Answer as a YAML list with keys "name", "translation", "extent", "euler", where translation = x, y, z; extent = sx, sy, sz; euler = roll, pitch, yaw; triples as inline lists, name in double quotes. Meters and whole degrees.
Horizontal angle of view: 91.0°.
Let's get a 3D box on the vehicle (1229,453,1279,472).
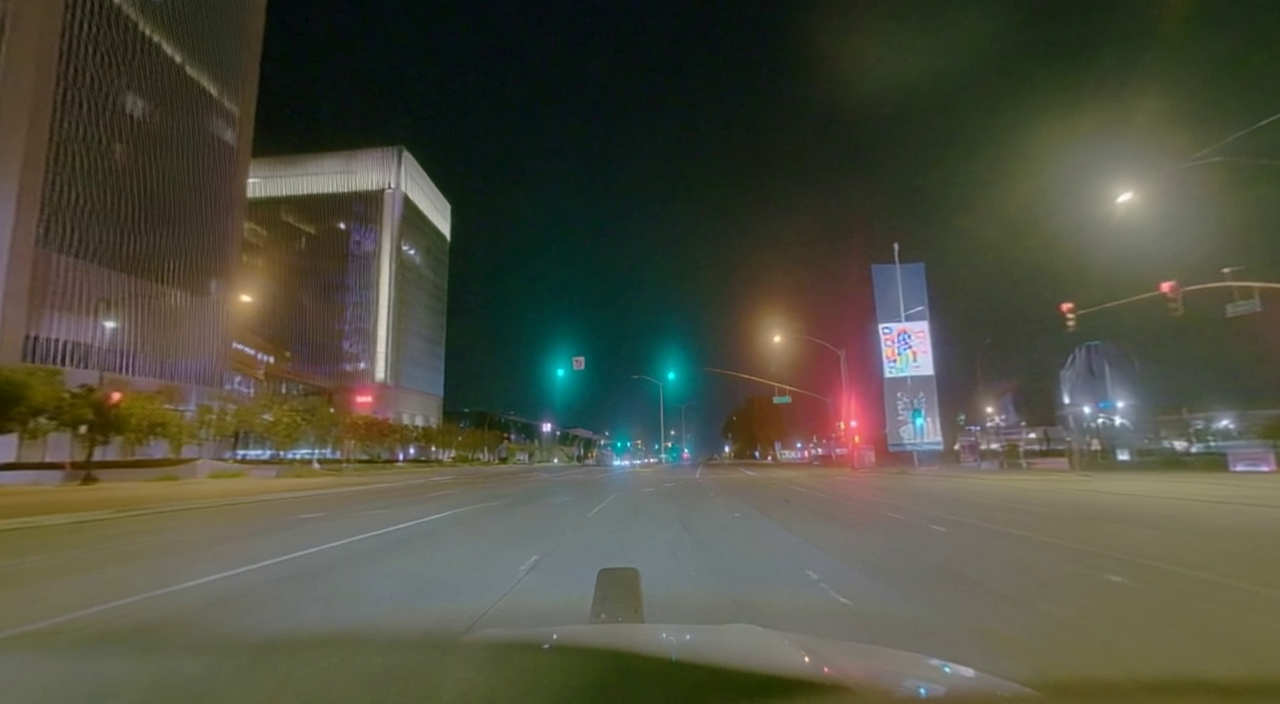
- name: "vehicle"
  translation: [48.631, 8.637, 49.473]
  extent: [4.341, 1.400, 1.849]
  euler: [4, -10, -27]
